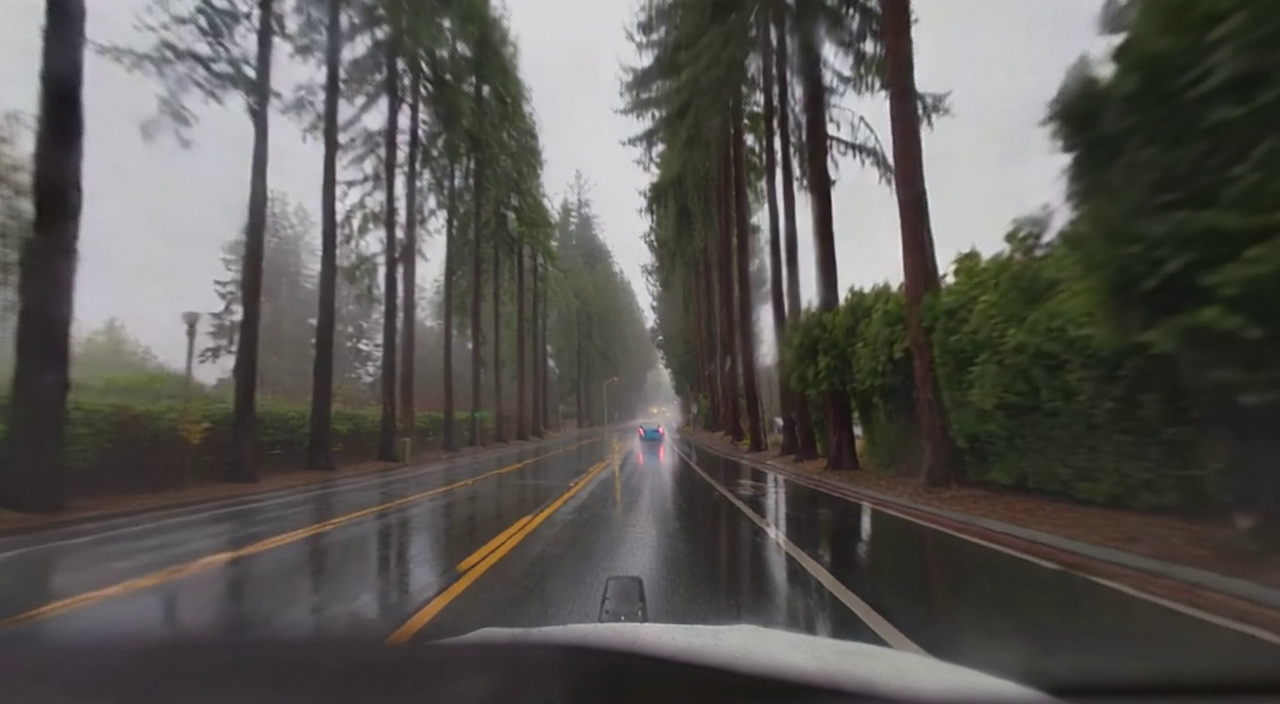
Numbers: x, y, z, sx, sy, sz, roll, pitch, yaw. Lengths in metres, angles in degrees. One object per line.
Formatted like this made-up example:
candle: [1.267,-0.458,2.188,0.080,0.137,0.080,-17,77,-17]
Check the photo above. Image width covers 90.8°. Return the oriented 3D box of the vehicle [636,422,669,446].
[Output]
vehicle: [0.851,5.455,42.070,2.067,1.486,3.861,-1,-8,1]
